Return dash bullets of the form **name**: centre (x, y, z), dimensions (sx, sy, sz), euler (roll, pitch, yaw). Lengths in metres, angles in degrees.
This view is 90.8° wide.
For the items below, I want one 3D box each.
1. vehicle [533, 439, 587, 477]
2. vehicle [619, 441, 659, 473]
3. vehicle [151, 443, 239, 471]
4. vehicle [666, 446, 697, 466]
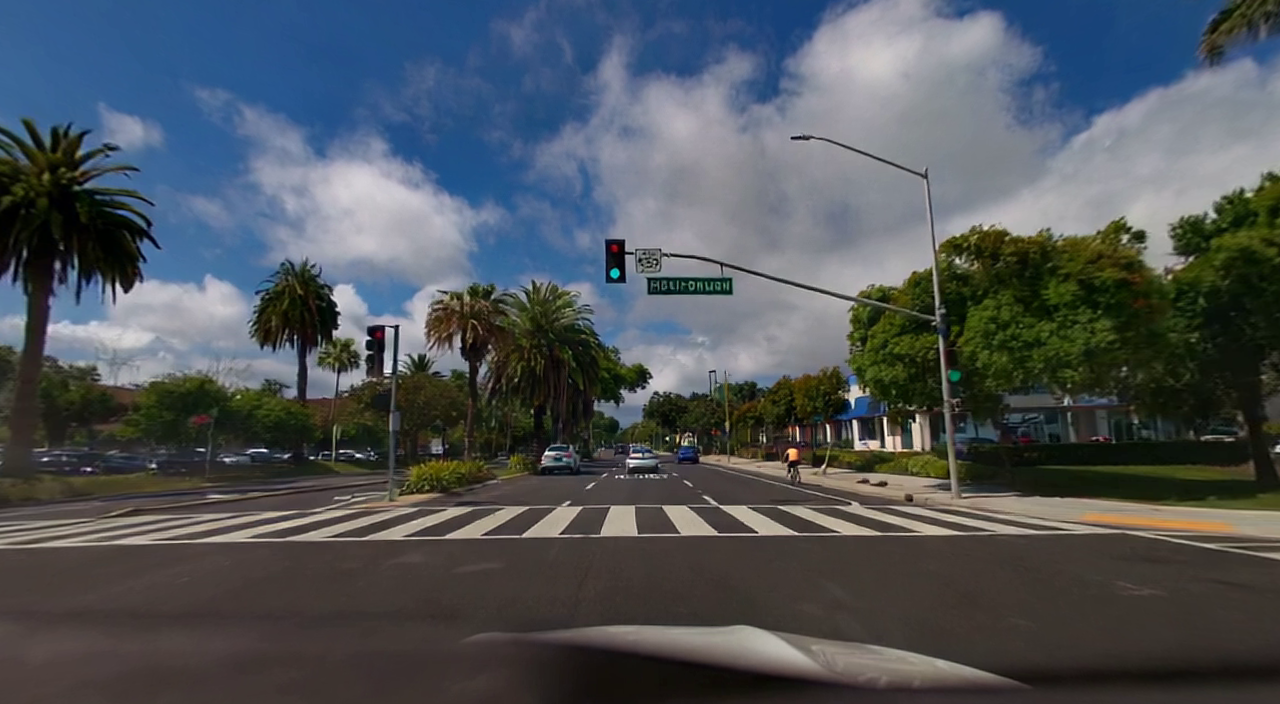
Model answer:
- **vehicle**: centre (-3.905, 5.268, 31.645), dimensions (2.071, 1.744, 4.500), euler (0, -8, 1)
- **vehicle**: centre (-0.080, 5.835, 35.309), dimensions (2.102, 1.653, 3.698), euler (0, -9, -1)
- **vehicle**: centre (-34.381, 8.139, 48.891), dimensions (5.109, 2.014, 2.269), euler (-2, -10, 2)
- **vehicle**: centre (3.164, 8.095, 49.221), dimensions (2.004, 1.440, 4.292), euler (0, -8, -2)
